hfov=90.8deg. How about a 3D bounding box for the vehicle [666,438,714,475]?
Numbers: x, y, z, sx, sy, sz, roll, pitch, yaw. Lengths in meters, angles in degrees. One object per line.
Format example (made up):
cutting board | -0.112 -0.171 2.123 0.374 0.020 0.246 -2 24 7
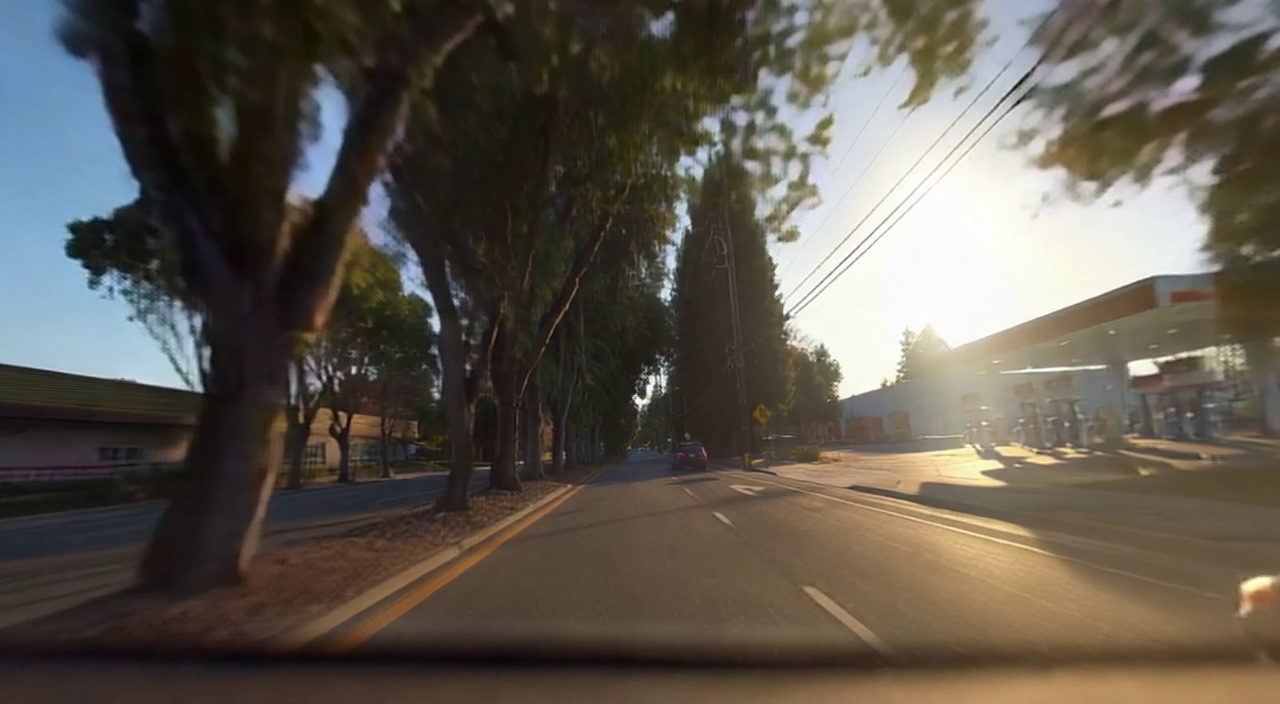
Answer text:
vehicle | 2.653 5.748 34.954 2.115 1.840 4.777 0 -9 -2

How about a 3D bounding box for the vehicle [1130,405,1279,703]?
vehicle | 3.529 0.718 0.972 2.061 1.475 4.296 0 -9 0
